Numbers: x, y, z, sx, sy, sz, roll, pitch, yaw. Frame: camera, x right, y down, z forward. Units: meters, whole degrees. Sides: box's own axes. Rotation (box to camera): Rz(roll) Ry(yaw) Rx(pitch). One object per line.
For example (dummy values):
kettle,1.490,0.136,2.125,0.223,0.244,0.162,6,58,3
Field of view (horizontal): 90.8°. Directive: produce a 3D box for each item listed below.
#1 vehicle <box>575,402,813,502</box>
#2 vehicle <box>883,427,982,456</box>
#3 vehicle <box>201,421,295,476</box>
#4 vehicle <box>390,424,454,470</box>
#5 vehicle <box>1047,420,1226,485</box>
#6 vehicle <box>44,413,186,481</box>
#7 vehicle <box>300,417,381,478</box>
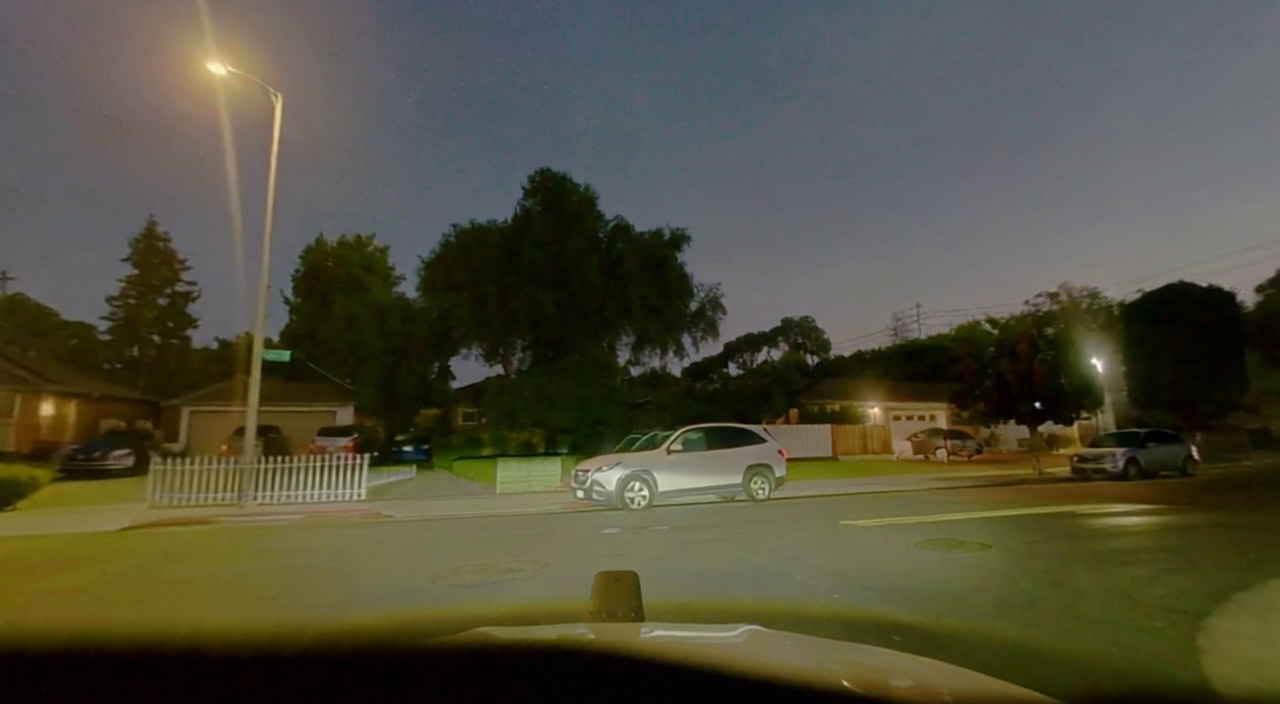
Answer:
vehicle,1.191,2.297,14.375,4.919,1.969,2.104,4,-10,-19
vehicle,16.441,5.092,35.731,1.967,1.523,4.619,7,-11,-38
vehicle,-15.073,3.756,24.627,2.391,1.894,5.075,4,-9,-24
vehicle,-8.965,3.889,25.818,2.005,1.699,4.234,4,-9,-24
vehicle,16.040,3.210,20.406,5.179,1.847,2.219,3,-10,-25
vehicle,-18.154,3.276,21.754,5.475,2.043,2.307,-6,-11,36
vehicle,-11.042,3.546,23.694,2.278,1.969,5.533,3,-8,-21
